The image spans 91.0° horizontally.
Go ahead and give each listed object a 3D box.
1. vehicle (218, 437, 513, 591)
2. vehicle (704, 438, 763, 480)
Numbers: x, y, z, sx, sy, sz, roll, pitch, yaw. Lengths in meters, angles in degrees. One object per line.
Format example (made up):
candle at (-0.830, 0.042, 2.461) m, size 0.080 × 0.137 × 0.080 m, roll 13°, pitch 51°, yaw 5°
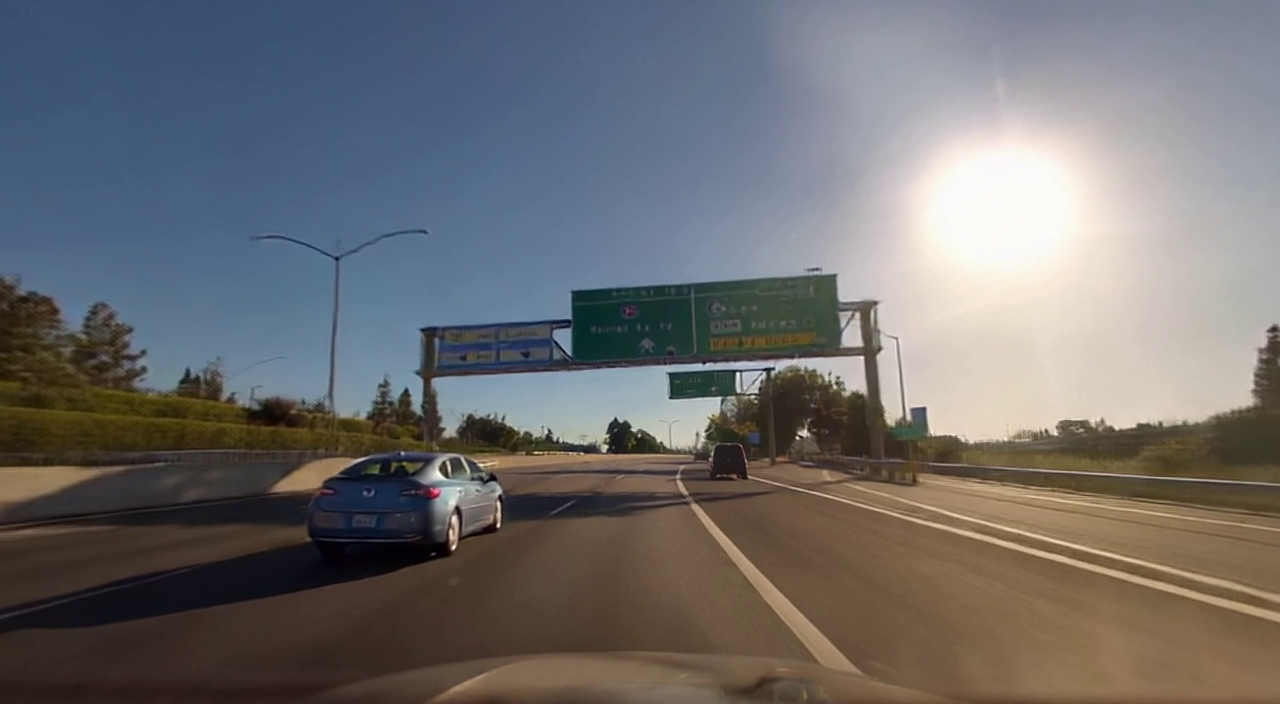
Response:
vehicle at (-3.155, 1.941, 8.452) m, size 1.937 × 1.490 × 4.372 m, roll 0°, pitch -9°, yaw 1°
vehicle at (4.395, 5.124, 30.424) m, size 2.225 × 1.833 × 4.340 m, roll 0°, pitch -9°, yaw 1°
